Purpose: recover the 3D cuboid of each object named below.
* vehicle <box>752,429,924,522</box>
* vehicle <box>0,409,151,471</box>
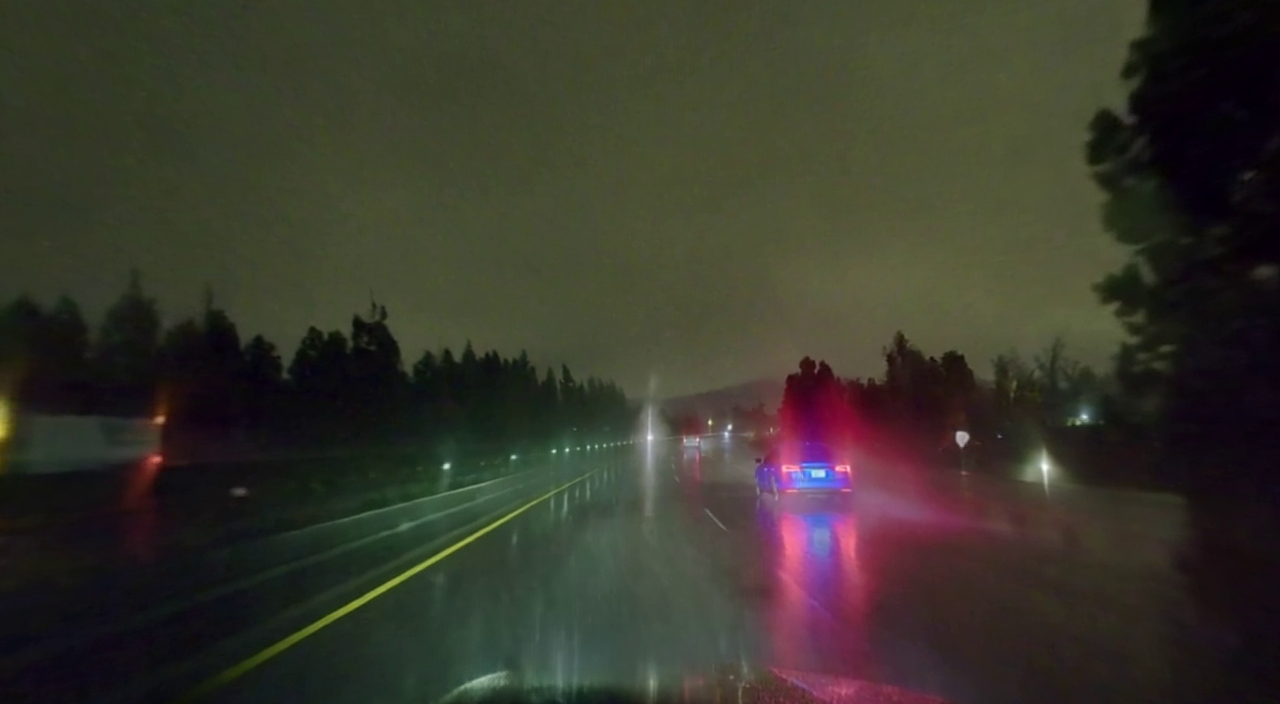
[{"bbox_3d":[3.721,2.394,12.823,2.050,1.546,4.344,0,-8,0],"label":"vehicle"},{"bbox_3d":[-38.585,5.709,40.649,2.819,3.585,13.768,-1,-8,2],"label":"vehicle"}]
